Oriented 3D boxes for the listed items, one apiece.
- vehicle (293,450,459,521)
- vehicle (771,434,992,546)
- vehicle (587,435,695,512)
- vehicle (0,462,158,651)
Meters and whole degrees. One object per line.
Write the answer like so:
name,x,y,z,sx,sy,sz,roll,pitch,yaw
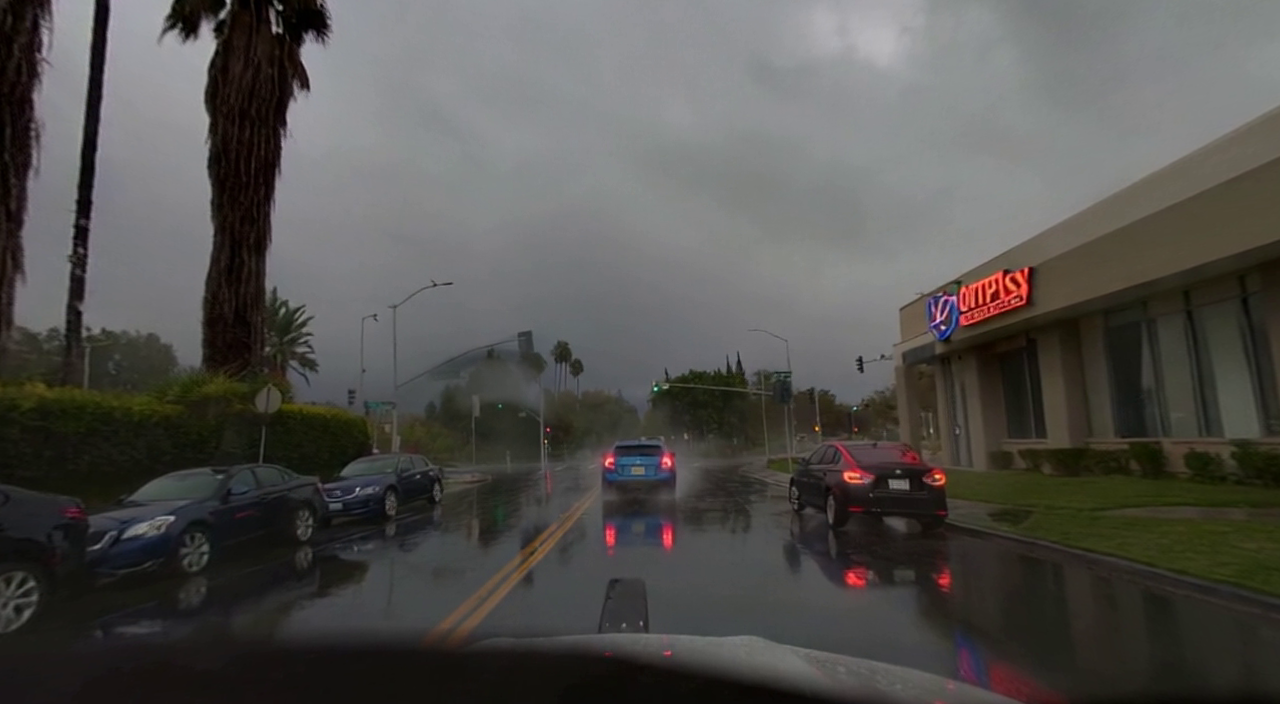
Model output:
vehicle,-6.378,3.250,15.988,2.105,1.469,4.693,0,-8,1
vehicle,3.553,2.093,10.338,1.821,1.417,4.454,0,-8,-1
vehicle,0.018,2.608,14.064,2.060,1.452,4.078,0,-8,0
vehicle,-6.181,1.615,4.535,1.850,1.482,4.454,0,-8,1
